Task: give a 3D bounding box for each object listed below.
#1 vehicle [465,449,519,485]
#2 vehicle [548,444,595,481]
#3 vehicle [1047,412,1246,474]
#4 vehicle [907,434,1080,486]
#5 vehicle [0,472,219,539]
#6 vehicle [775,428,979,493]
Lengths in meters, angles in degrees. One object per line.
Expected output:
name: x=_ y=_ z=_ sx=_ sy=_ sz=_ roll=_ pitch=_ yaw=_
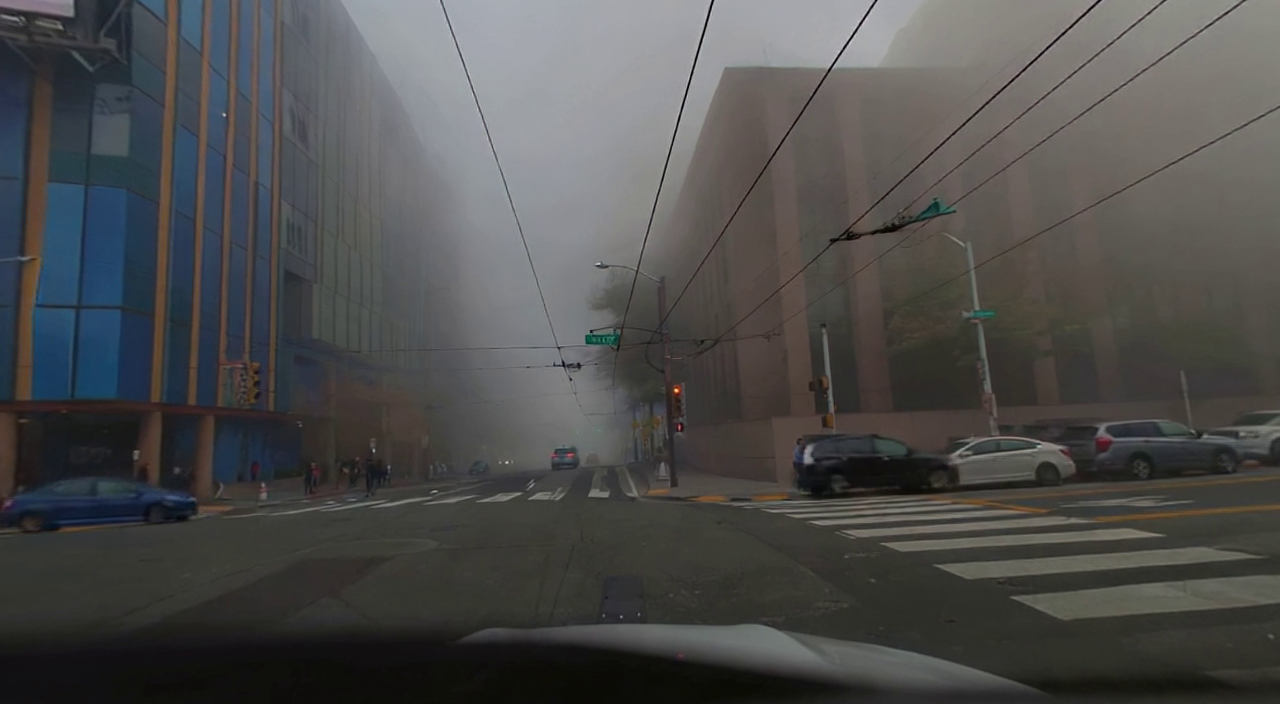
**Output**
vehicle: x=-8.423 y=6.518 z=36.282 sx=2.121 sy=1.792 sz=4.510 roll=-3 pitch=-8 yaw=-2
vehicle: x=-3.708 y=6.084 z=35.183 sx=2.137 sy=1.910 sz=5.120 roll=0 pitch=-8 yaw=-1
vehicle: x=16.759 y=3.037 z=21.079 sx=4.944 sy=1.946 sz=1.952 roll=0 pitch=-8 yaw=-3
vehicle: x=11.394 y=3.488 z=20.556 sx=4.697 sy=1.510 sz=1.596 roll=0 pitch=-9 yaw=-4
vehicle: x=-14.359 y=4.077 z=17.103 sx=4.549 sy=1.490 sz=1.797 roll=3 pitch=-9 yaw=-21
vehicle: x=6.203 y=2.881 z=16.942 sx=4.637 sy=1.624 sz=1.927 roll=0 pitch=-8 yaw=-2
